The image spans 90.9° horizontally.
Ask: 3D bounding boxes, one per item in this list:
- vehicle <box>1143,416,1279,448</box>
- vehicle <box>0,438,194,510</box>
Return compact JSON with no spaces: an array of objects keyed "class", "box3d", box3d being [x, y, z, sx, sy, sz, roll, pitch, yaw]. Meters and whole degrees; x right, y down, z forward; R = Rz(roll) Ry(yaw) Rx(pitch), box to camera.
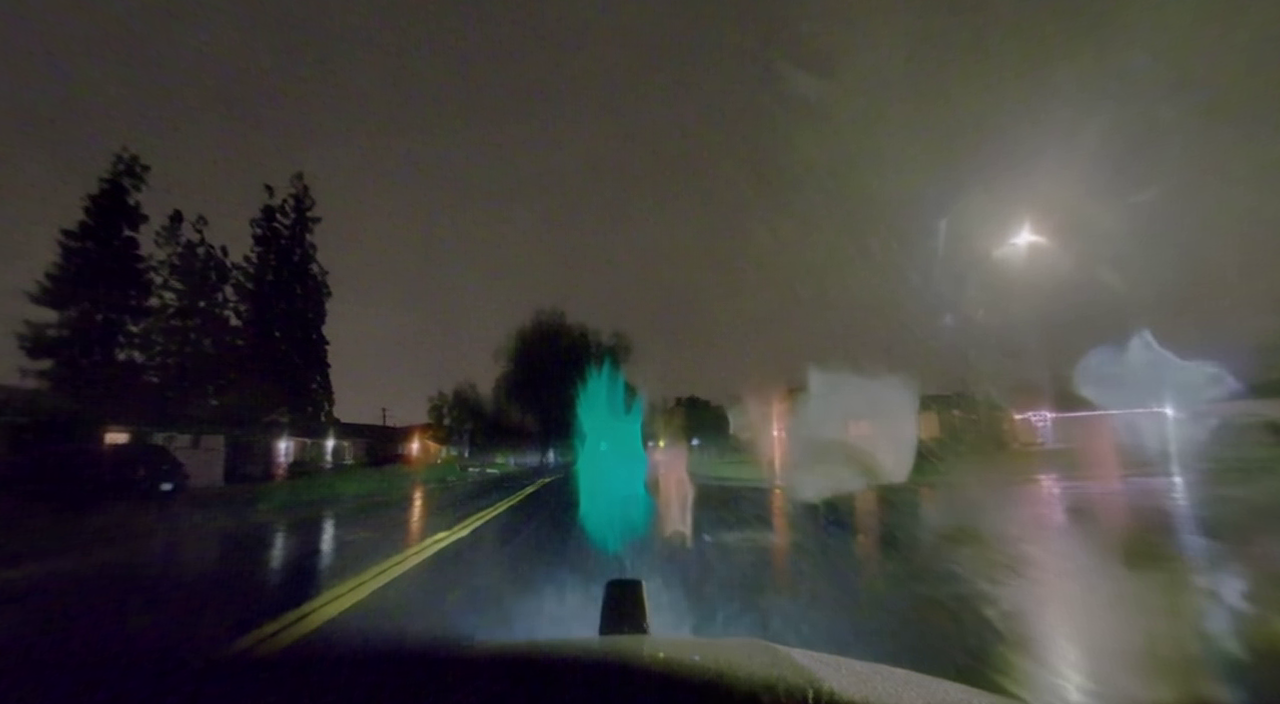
[{"class":"vehicle","box3d":[27.766,3.975,30.846,1.845,1.450,4.991,1,-8,-6]},{"class":"vehicle","box3d":[-15.188,3.201,16.822,4.837,1.785,2.115,0,-8,-3]}]
